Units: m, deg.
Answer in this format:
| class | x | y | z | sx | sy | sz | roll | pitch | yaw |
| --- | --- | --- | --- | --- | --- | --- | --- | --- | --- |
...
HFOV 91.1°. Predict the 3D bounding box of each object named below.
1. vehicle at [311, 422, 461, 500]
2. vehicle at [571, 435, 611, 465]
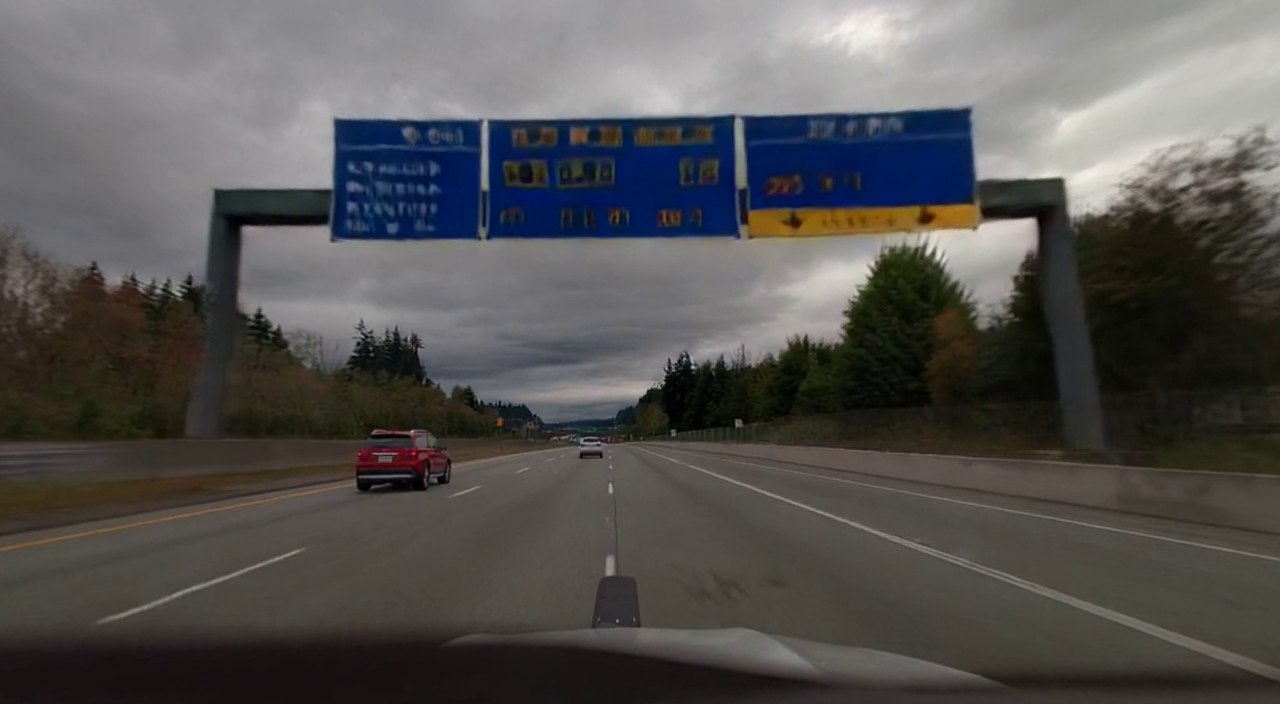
| class | x | y | z | sx | sy | sz | roll | pitch | yaw |
| --- | --- | --- | --- | --- | --- | --- | --- | --- | --- |
| vehicle | -6.232 | 2.703 | 16.134 | 2.111 | 1.689 | 4.505 | 0 | -8 | -2 |
| vehicle | -2.635 | 5.357 | 34.735 | 2.010 | 1.534 | 4.013 | 0 | -8 | -1 |
